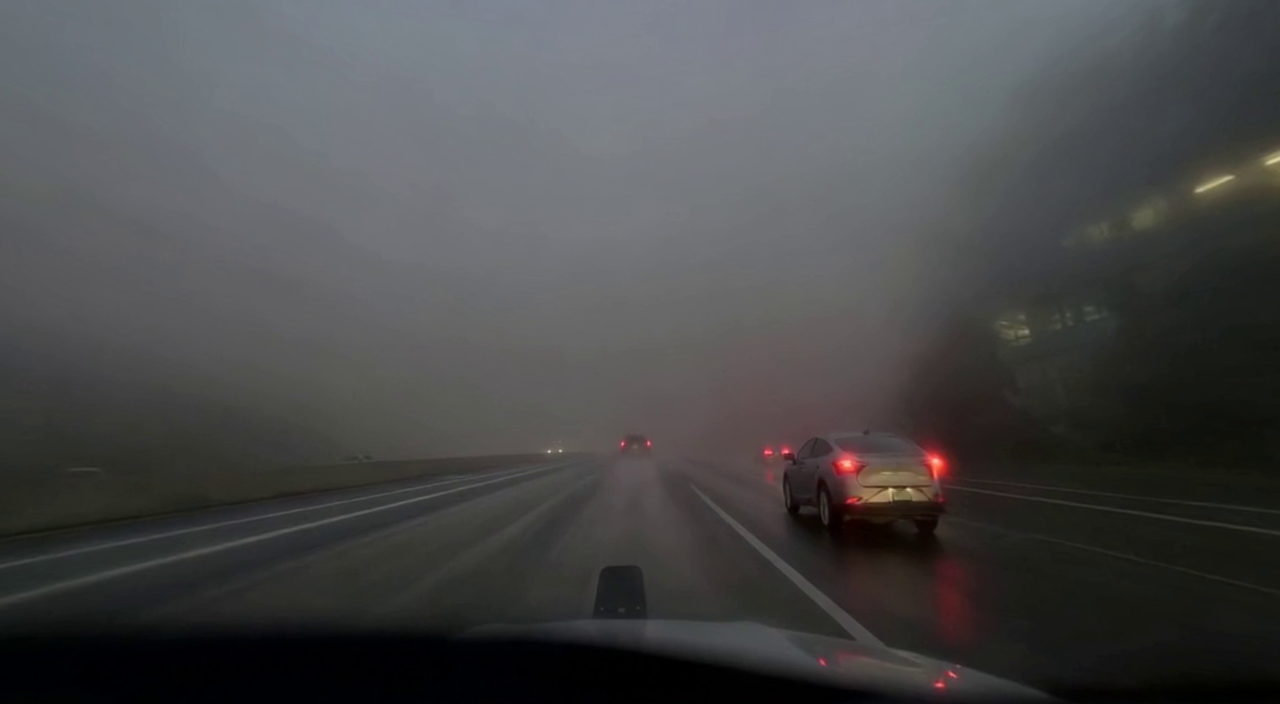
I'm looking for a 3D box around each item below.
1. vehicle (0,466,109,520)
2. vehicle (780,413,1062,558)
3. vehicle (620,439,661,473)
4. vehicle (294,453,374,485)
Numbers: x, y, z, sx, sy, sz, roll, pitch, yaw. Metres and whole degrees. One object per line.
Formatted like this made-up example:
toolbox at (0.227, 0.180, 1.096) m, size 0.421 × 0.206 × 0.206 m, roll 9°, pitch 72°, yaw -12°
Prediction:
vehicle at (-19.556, 4.362, 19.710) m, size 1.794 × 1.457 × 4.626 m, roll 0°, pitch -9°, yaw 0°
vehicle at (3.704, 1.894, 9.632) m, size 2.008 × 1.595 × 5.082 m, roll 0°, pitch -9°, yaw 1°
vehicle at (0.017, 5.423, 32.931) m, size 2.015 × 1.639 × 4.086 m, roll 0°, pitch -9°, yaw 0°
vehicle at (-15.975, 6.112, 33.184) m, size 1.858 × 1.499 × 4.422 m, roll 0°, pitch -9°, yaw 2°
